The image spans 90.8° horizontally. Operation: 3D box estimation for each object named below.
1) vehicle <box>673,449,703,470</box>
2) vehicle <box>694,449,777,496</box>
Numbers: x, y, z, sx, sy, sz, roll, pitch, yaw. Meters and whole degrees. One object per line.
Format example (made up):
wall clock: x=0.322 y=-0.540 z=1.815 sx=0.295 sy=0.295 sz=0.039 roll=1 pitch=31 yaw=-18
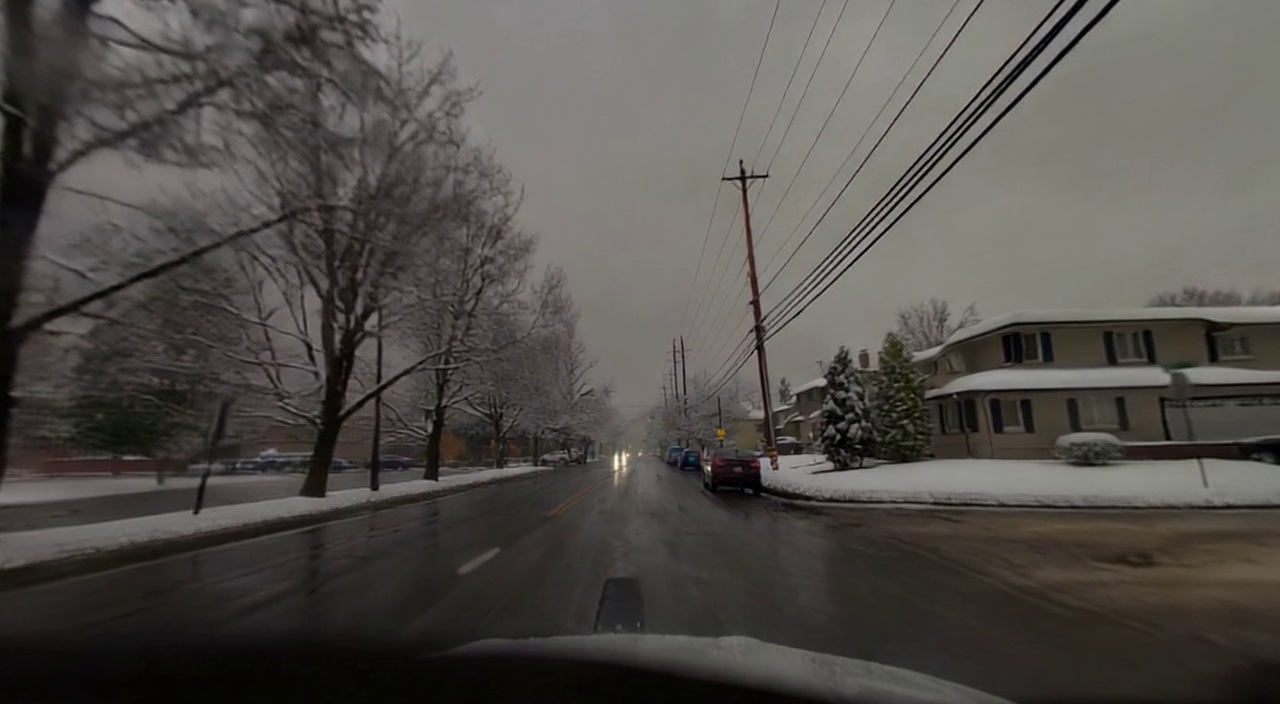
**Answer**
vehicle: x=3.656 y=8.274 z=48.667 sx=1.915 sy=1.491 sz=4.642 roll=0 pitch=-9 yaw=0
vehicle: x=3.122 y=4.039 z=21.632 sx=1.990 sy=1.435 sz=4.526 roll=0 pitch=-9 yaw=-2
